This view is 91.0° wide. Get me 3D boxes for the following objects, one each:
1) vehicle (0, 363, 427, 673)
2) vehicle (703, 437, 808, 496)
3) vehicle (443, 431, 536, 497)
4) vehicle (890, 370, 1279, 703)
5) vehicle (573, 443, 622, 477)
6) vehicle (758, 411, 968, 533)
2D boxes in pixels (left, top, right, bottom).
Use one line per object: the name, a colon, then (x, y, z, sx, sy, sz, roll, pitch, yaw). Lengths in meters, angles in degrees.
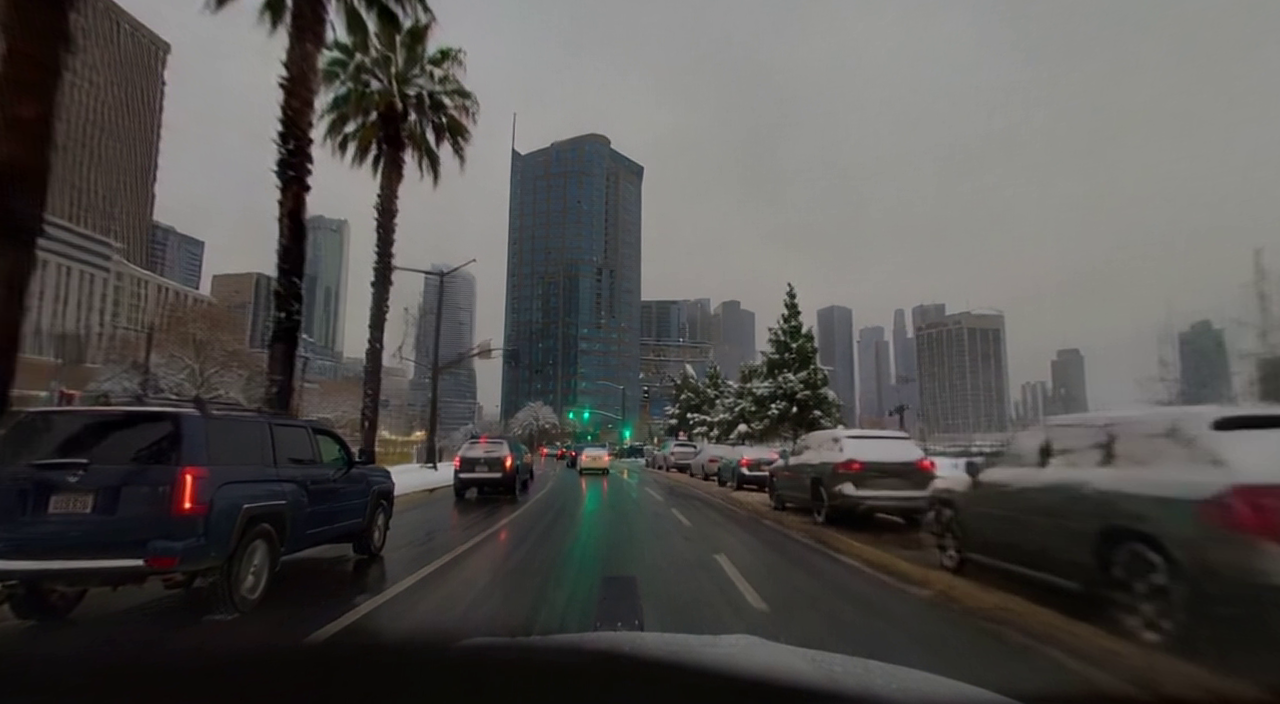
vehicle: (-3.616, 1.269, 5.836, 1.800, 1.797, 4.224, 0, -9, 0)
vehicle: (3.300, 3.398, 19.089, 1.808, 1.526, 4.894, 1, -9, -6)
vehicle: (-4.417, 3.349, 19.164, 2.014, 1.740, 4.392, 1, -9, -4)
vehicle: (4.098, 1.270, 5.406, 1.895, 1.663, 4.732, 0, -9, -1)
vehicle: (-2.049, 4.975, 29.345, 2.036, 1.461, 3.890, 1, -9, -7)
vehicle: (3.823, 2.160, 11.884, 1.963, 1.802, 4.648, 1, -9, -4)
